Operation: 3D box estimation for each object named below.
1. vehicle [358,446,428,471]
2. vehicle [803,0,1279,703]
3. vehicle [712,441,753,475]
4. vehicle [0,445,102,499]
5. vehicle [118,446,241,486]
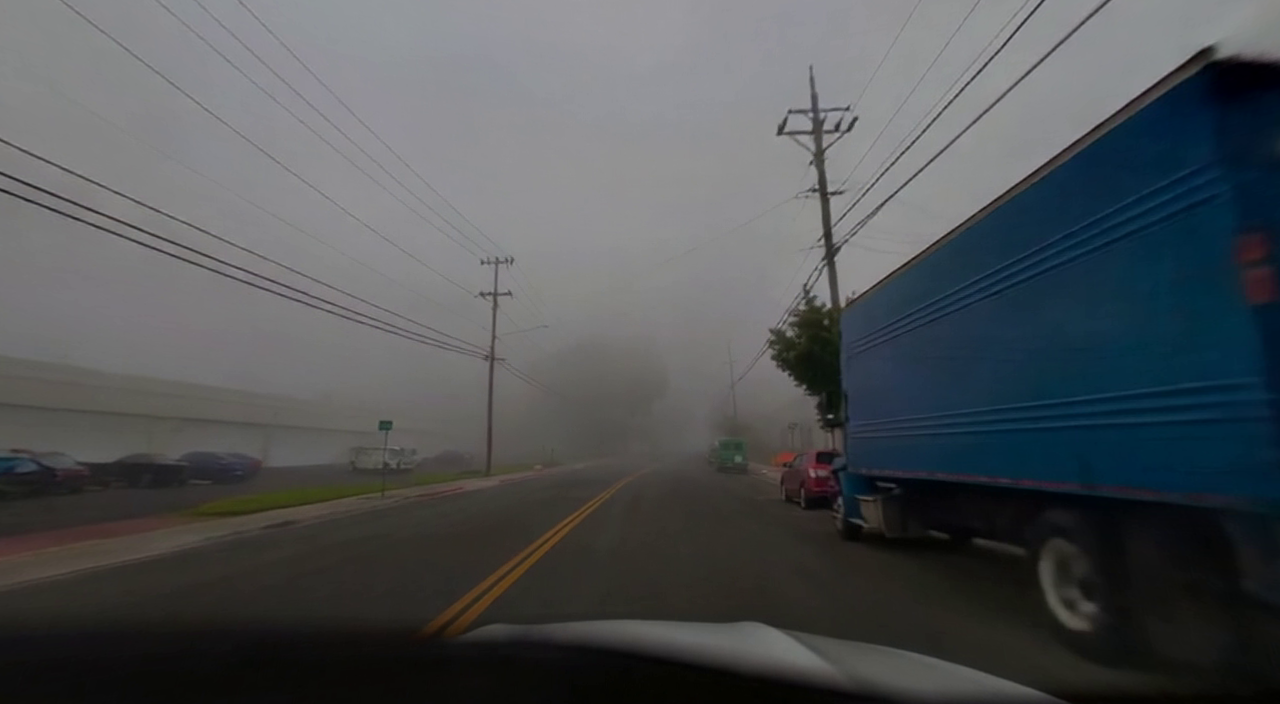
[{"bbox_3d":[-17.433,7.503,44.897,2.102,1.628,5.130,-2,-8,11],"label":"vehicle"},{"bbox_3d":[4.115,0.553,6.111,3.058,3.269,7.674,0,-9,0],"label":"vehicle"},{"bbox_3d":[5.724,6.596,39.705,2.010,1.985,5.124,0,-8,2],"label":"vehicle"},{"bbox_3d":[-23.235,4.372,23.049,5.007,1.837,2.050,1,-9,-7],"label":"vehicle"},{"bbox_3d":[-22.897,5.674,31.581,4.417,1.867,2.030,1,-8,-5],"label":"vehicle"}]
